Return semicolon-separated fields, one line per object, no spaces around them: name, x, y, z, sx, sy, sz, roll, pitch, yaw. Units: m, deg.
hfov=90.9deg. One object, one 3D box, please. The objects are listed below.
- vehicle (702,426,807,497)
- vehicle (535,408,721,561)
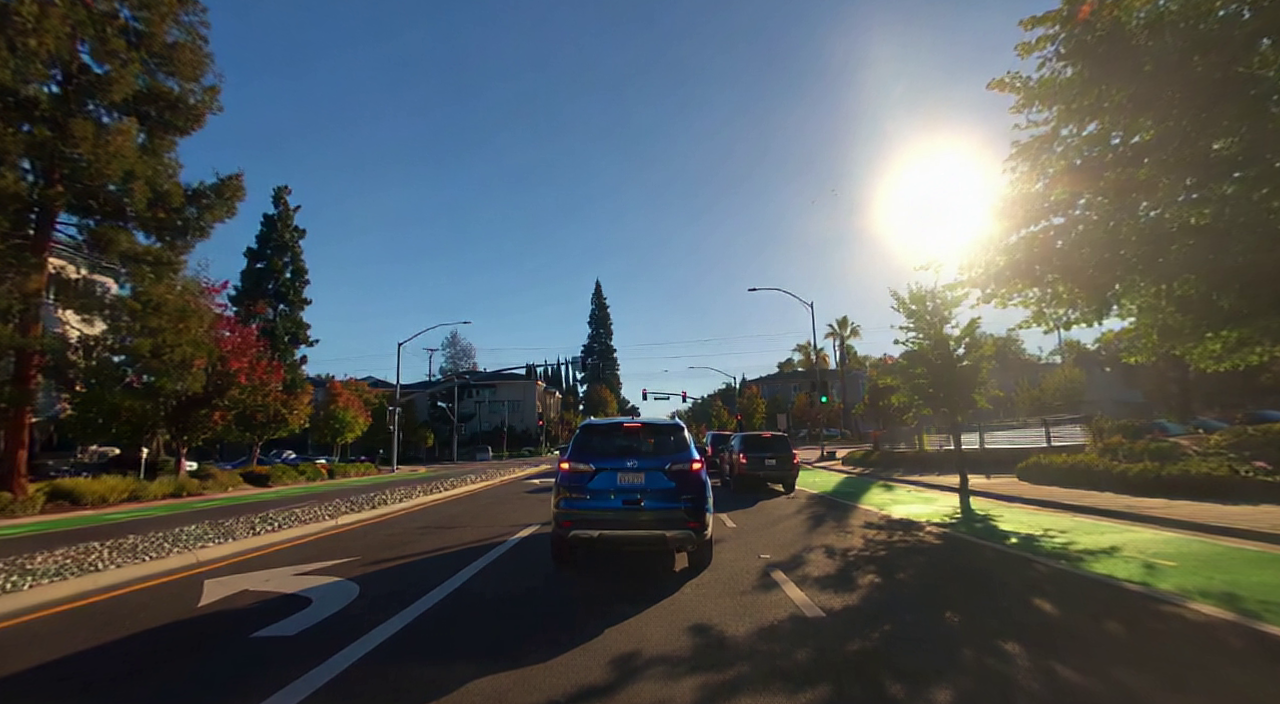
vehicle;3.161;3.149;18.469;2.189;1.815;4.495;0;-8;-1
vehicle;-0.126;1.806;9.231;2.109;1.730;3.963;0;-8;0
